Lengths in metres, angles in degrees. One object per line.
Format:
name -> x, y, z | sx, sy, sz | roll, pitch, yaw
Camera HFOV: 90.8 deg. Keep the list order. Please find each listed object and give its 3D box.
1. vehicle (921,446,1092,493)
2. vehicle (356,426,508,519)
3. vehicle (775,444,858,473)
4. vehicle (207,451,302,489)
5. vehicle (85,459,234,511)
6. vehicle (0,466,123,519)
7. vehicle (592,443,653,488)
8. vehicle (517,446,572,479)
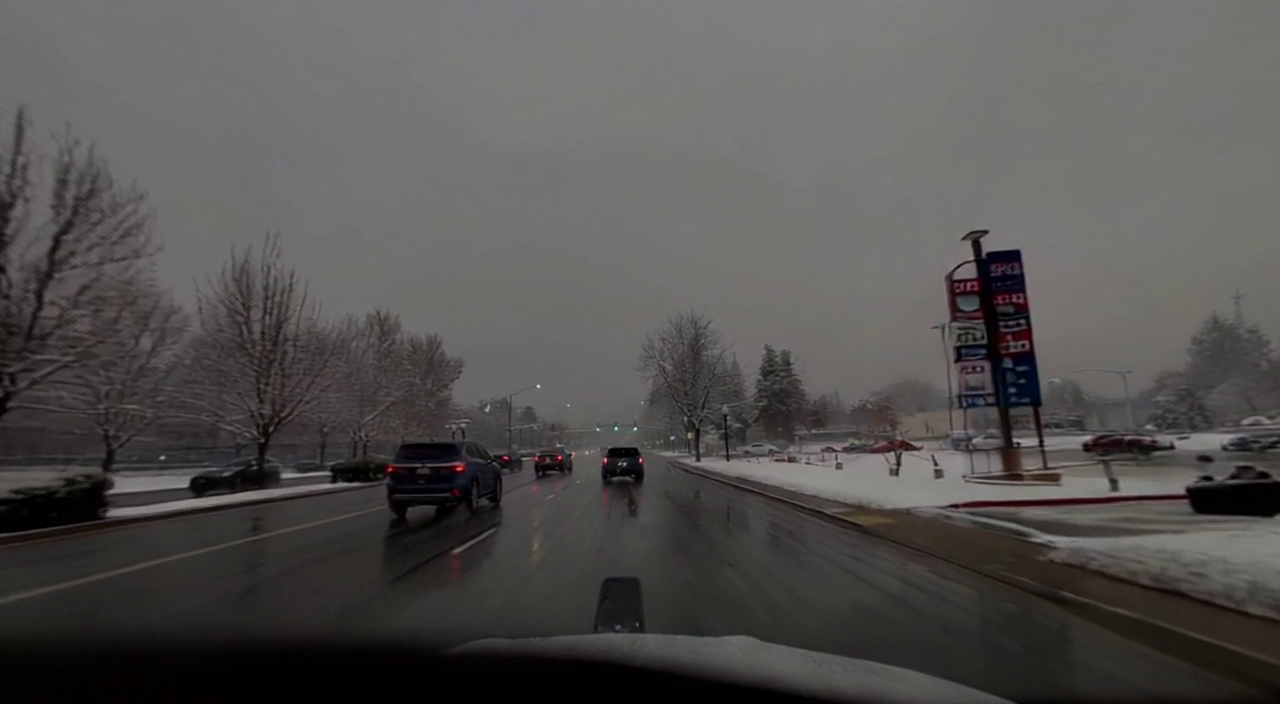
vehicle -> 13.363, 4.291, 23.329 | 4.877, 1.603, 2.197 | -1, -9, 4
vehicle -> -4.575, 2.713, 14.754 | 2.096, 1.807, 4.413 | 0, -9, -1
vehicle -> 12.217, 7.384, 43.894 | 5.102, 1.889, 2.038 | 0, -8, -4
vehicle -> -23.103, 7.047, 38.207 | 2.221, 2.017, 5.861 | -1, -9, -2
vehicle -> -16.717, 4.594, 22.328 | 1.908, 1.514, 4.403 | -1, -9, -2
vehicle -> -20.164, 4.617, 21.106 | 1.937, 1.434, 4.629 | -1, -9, -1
vehicle -> -0.633, 4.114, 23.242 | 2.061, 1.469, 3.954 | 0, -9, -2
vehicle -> -4.658, 5.435, 31.392 | 1.973, 1.456, 4.850 | 0, -9, 0
